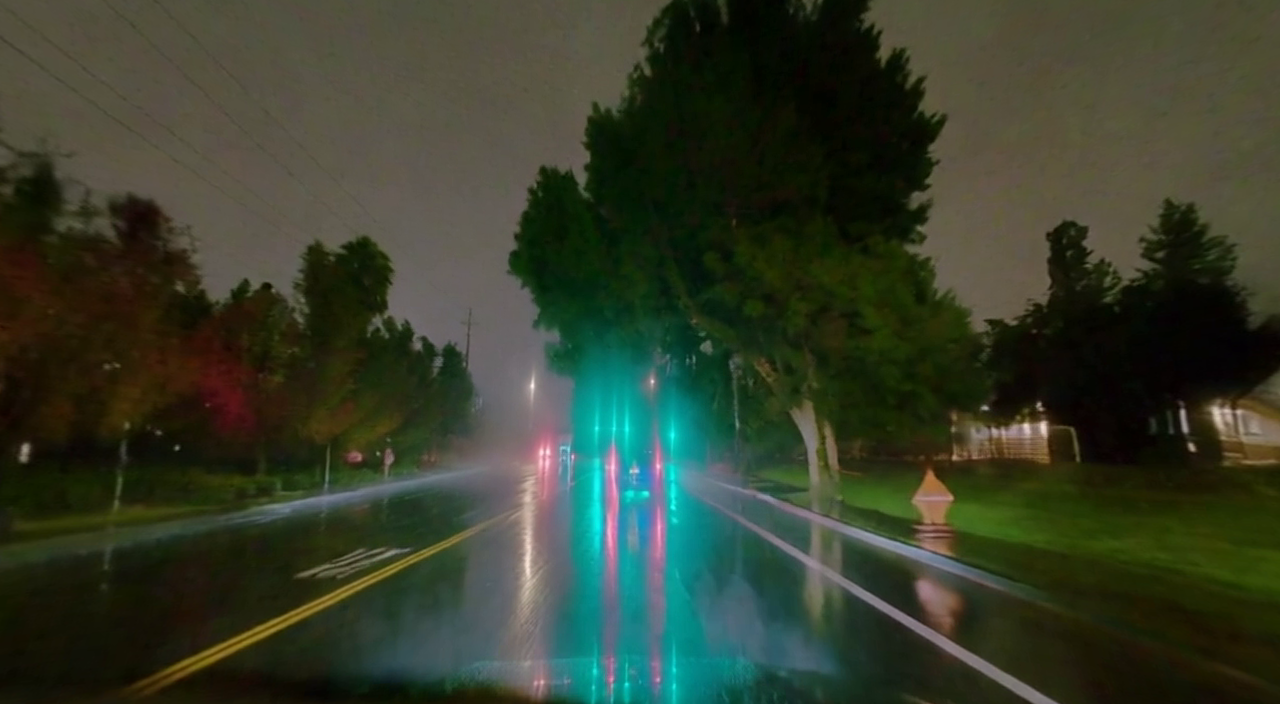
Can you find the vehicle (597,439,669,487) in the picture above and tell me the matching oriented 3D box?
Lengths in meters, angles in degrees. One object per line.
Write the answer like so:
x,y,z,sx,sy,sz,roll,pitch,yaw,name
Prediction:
-0.217,3.867,22.418,2.295,1.510,4.364,0,-8,0,vehicle
